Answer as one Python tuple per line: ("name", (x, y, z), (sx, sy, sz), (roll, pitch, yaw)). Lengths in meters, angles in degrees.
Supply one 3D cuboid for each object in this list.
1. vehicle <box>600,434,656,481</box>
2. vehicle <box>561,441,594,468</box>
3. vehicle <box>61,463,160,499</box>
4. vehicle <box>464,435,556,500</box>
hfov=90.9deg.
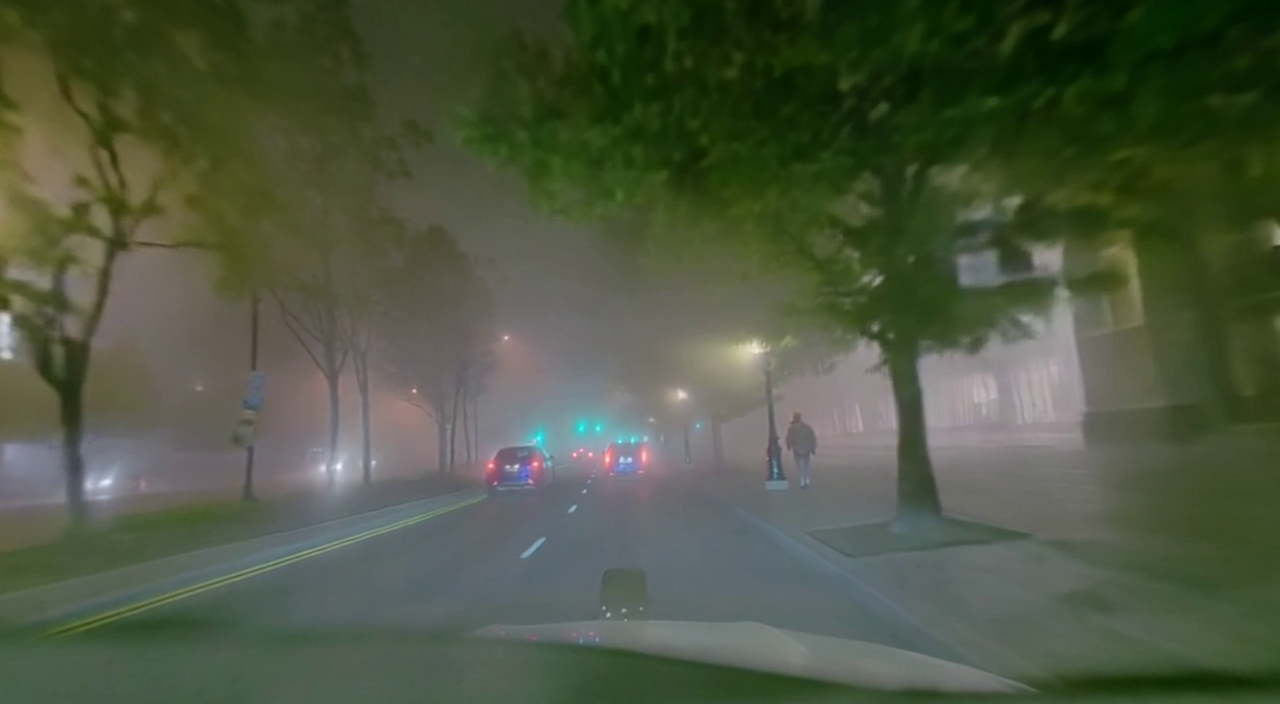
("vehicle", (-0.531, 4.271, 25.768), (2.120, 1.758, 3.917), (0, -8, -2))
("vehicle", (-4.472, 7.396, 45.765), (2.220, 1.847, 4.587), (0, -8, -3))
("vehicle", (-35.052, 8.502, 41.992), (2.056, 2.046, 5.580), (0, -8, -4))
("vehicle", (-3.730, 3.361, 18.754), (1.940, 1.722, 3.823), (0, -8, -1))
